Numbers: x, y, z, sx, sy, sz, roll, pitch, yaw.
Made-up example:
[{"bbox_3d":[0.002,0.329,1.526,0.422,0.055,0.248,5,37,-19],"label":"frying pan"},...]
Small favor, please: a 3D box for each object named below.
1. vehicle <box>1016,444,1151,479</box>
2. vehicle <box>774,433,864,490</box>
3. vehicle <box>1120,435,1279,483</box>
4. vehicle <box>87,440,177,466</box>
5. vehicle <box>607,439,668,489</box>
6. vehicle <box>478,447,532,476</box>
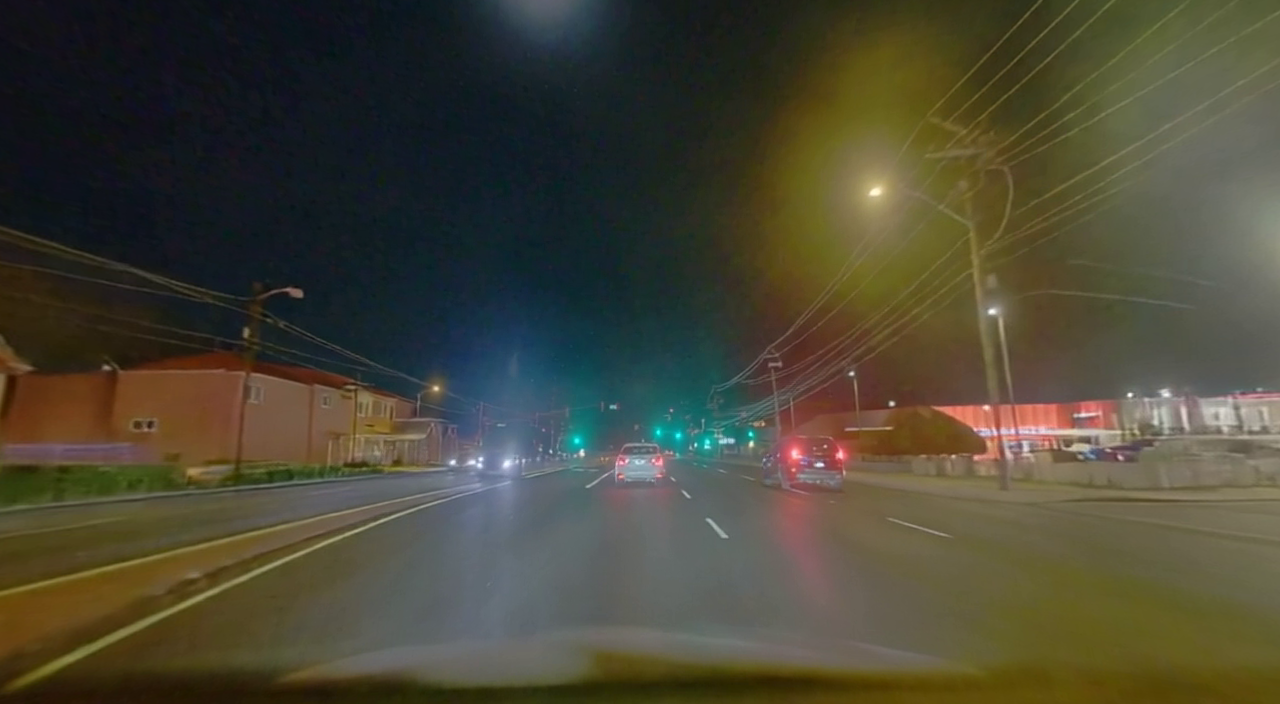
[{"bbox_3d":[18.712,4.626,26.709,4.165,1.386,1.999,0,-9,0],"label":"vehicle"},{"bbox_3d":[6.540,4.061,23.596,2.061,1.889,4.268,0,-9,0],"label":"vehicle"},{"bbox_3d":[19.114,3.571,21.091,4.415,1.519,1.907,0,-9,2],"label":"vehicle"},{"bbox_3d":[-38.852,7.744,48.427,2.135,1.897,5.780,0,-8,0],"label":"vehicle"},{"bbox_3d":[-0.091,4.261,24.243,2.138,1.702,4.168,0,-9,0],"label":"vehicle"},{"bbox_3d":[-7.518,6.140,35.555,2.056,1.522,4.292,0,-9,1],"label":"vehicle"}]
